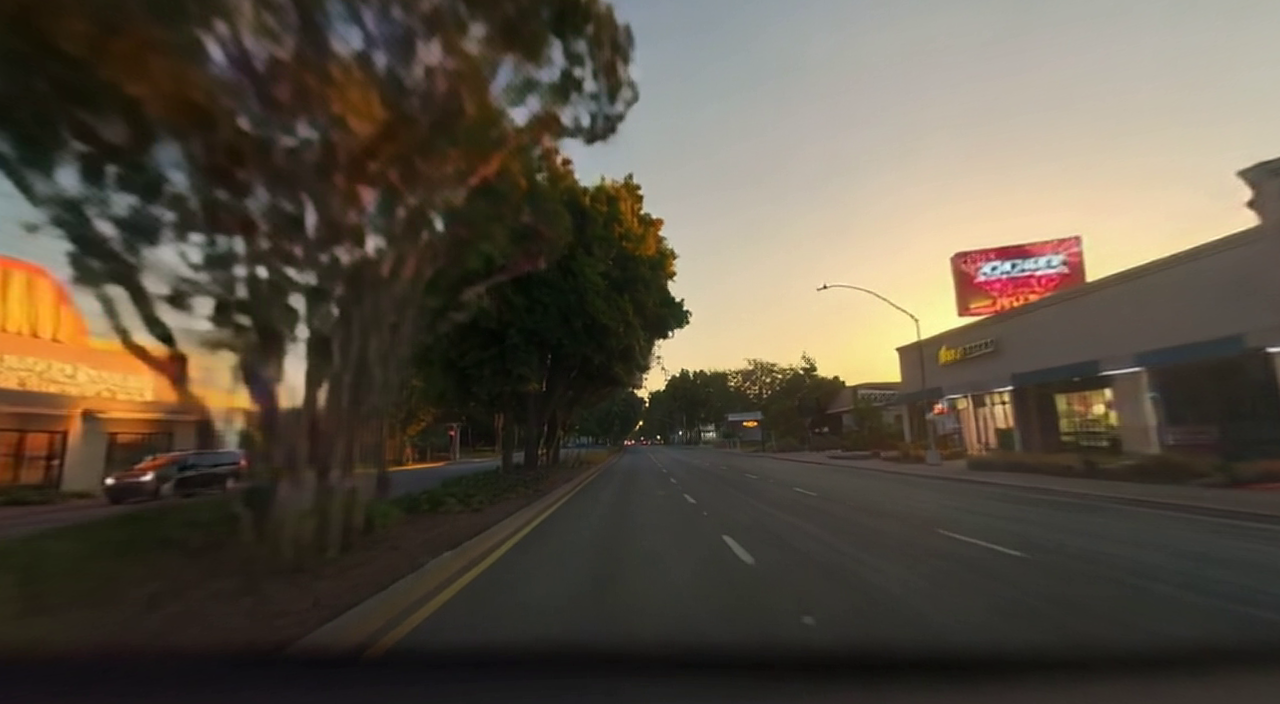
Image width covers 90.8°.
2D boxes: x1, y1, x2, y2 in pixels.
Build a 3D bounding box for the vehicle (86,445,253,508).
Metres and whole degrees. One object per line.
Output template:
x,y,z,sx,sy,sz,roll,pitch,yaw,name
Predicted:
-19.406,5.094,26.625,2.648,2.106,6.148,-2,-8,-3,vehicle
